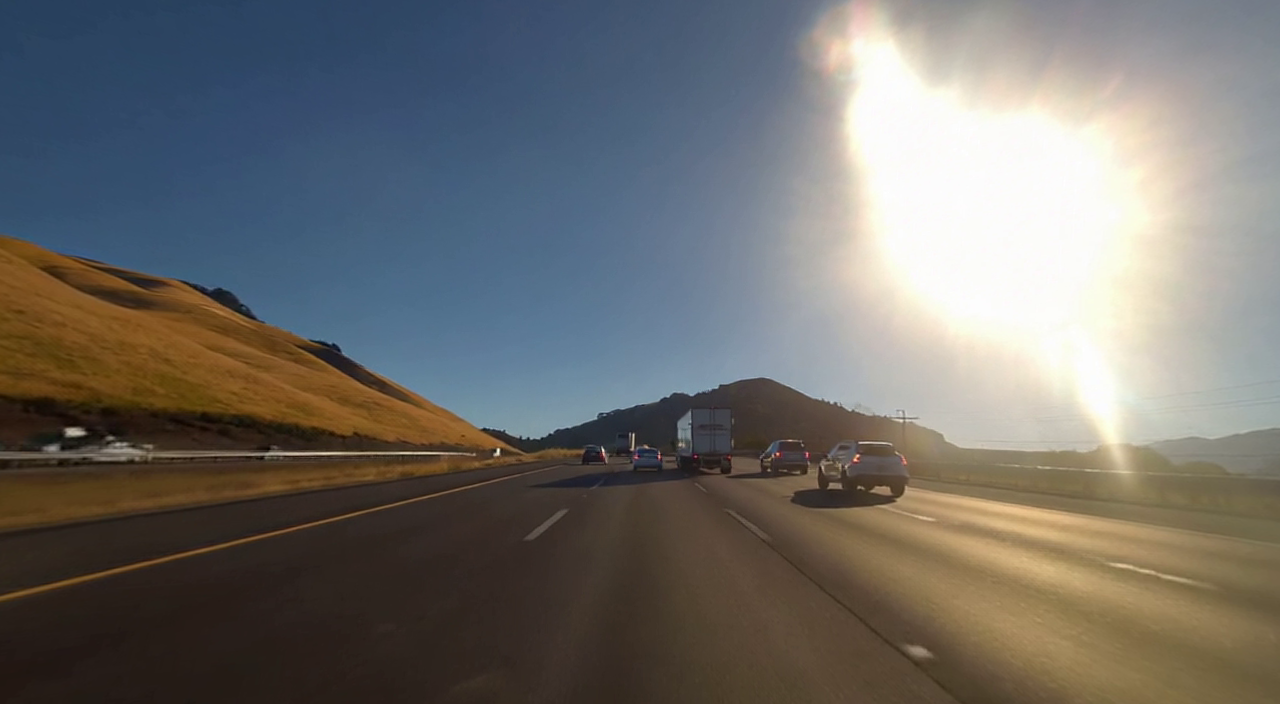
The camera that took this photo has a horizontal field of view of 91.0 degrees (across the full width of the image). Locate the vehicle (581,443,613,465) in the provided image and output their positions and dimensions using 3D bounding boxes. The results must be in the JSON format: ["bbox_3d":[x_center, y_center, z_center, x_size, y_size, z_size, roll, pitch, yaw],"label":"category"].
[{"bbox_3d":[-3.186,7.709,47.762,2.132,1.506,4.256,0,-9,0],"label":"vehicle"}]

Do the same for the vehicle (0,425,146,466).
[{"bbox_3d":[-34.611,5.745,38.570,2.701,2.233,7.001,0,-9,3],"label":"vehicle"}]

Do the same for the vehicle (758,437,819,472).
[{"bbox_3d":[7.947,5.543,34.232,2.143,1.775,4.729,0,-9,0],"label":"vehicle"}]

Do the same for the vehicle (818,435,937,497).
[{"bbox_3d":[7.188,3.470,19.628,2.044,1.676,4.421,0,-9,1],"label":"vehicle"}]

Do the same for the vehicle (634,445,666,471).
[{"bbox_3d":[0.578,6.409,38.359,1.866,1.492,3.932,0,-9,0],"label":"vehicle"}]

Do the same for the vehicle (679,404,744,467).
[{"bbox_3d":[4.450,5.631,41.846,3.130,3.607,11.129,0,-9,1],"label":"vehicle"}]
